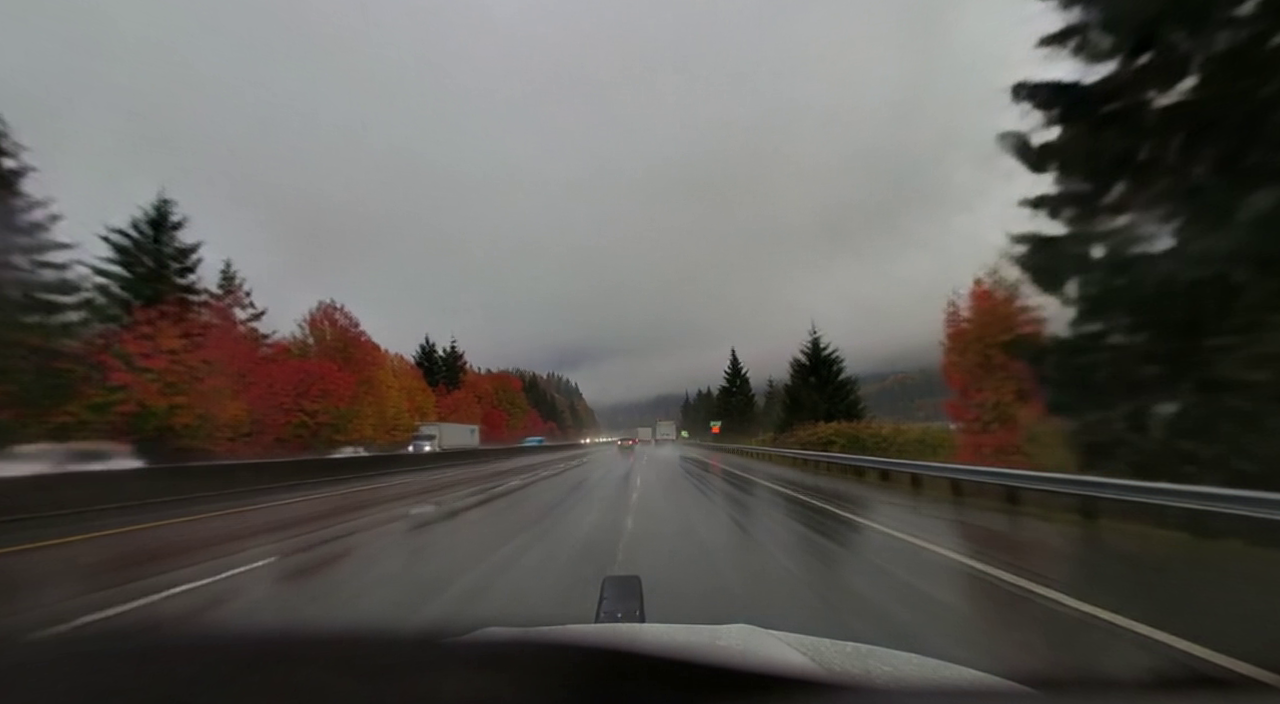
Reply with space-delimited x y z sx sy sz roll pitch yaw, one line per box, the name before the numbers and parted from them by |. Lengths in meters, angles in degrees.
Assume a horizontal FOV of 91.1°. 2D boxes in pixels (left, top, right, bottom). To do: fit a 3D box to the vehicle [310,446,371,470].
vehicle | -20.475 7.255 43.101 1.882 1.489 4.332 -1 -8 3
